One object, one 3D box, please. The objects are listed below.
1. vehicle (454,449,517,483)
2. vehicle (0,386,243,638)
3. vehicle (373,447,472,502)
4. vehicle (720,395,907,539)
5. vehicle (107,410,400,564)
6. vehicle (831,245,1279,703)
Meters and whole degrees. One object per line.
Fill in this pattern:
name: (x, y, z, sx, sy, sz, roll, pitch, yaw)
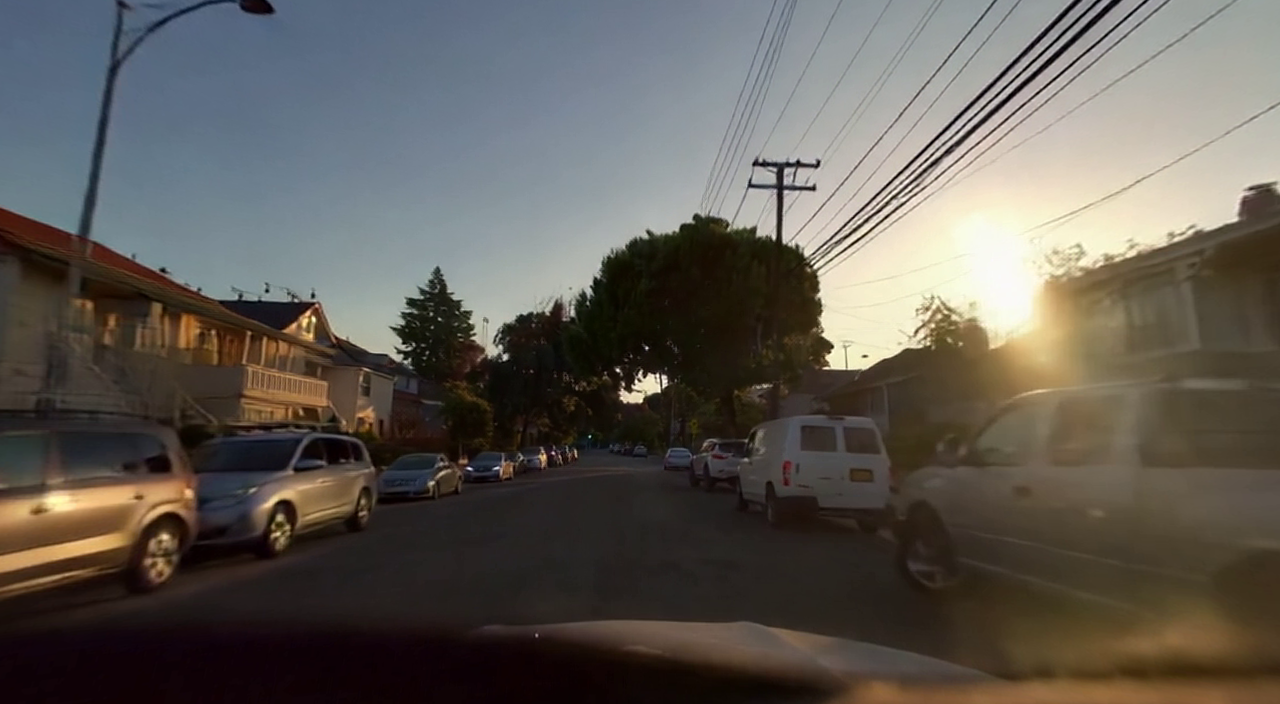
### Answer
vehicle: (-6.911, 5.118, 28.677, 1.958, 1.359, 4.357, 0, -8, -3)
vehicle: (-5.969, 1.324, 5.461, 2.034, 1.923, 4.713, 0, -8, -1)
vehicle: (-6.646, 3.740, 19.856, 1.866, 1.474, 4.753, 1, -8, -6)
vehicle: (3.076, 2.168, 12.491, 2.295, 2.279, 4.578, 0, -8, -1)
vehicle: (-5.970, 2.109, 10.754, 2.059, 1.969, 4.925, 0, -8, -3)
vehicle: (3.227, 0.913, 3.809, 2.237, 2.071, 5.332, 0, -8, -3)
